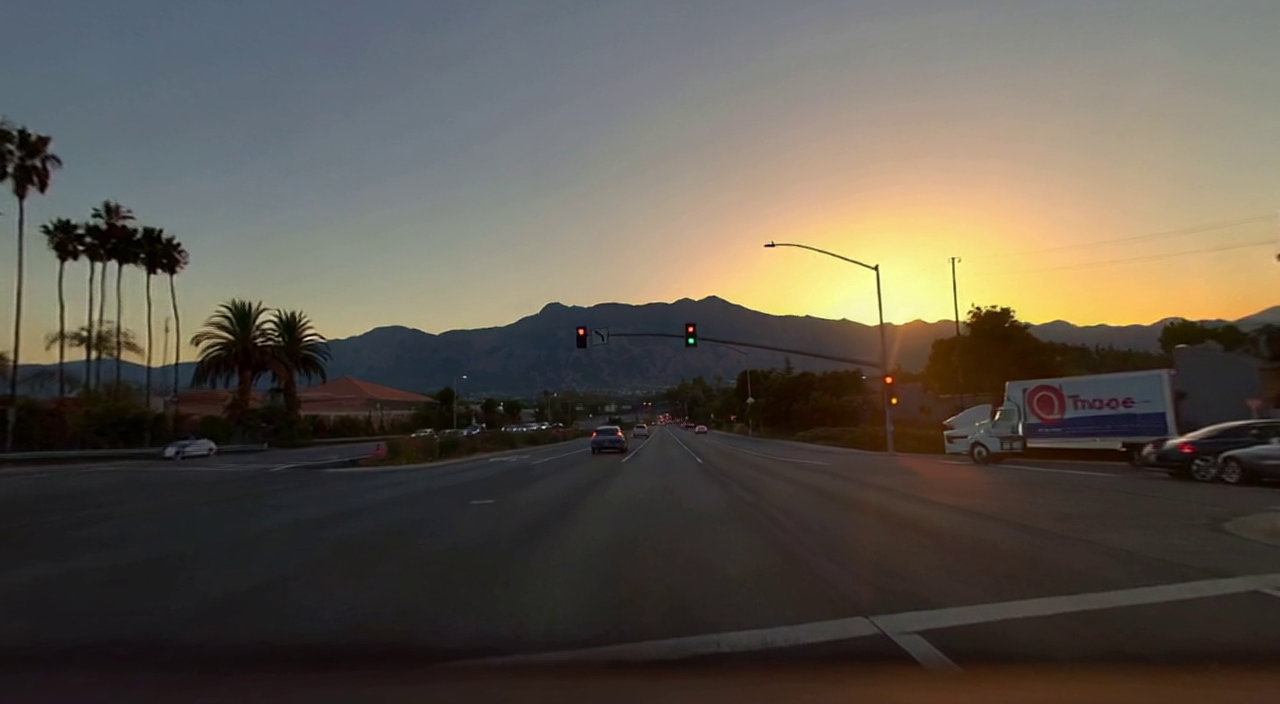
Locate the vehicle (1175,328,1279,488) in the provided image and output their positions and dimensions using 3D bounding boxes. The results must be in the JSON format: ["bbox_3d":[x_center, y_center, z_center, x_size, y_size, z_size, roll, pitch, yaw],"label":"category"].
[{"bbox_3d":[18.379,1.521,16.467,5.512,3.865,3.002,-1,-9,3],"label":"vehicle"}]

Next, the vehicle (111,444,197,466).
[{"bbox_3d":[-35.428,7.513,45.933,1.827,1.543,4.741,-2,-9,14],"label":"vehicle"}]

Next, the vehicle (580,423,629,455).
[{"bbox_3d":[-1.958,4.988,35.956,2.287,1.712,4.537,0,-8,3],"label":"vehicle"}]

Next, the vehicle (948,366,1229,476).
[{"bbox_3d":[15.088,2.491,21.993,7.088,3.414,3.237,-2,-9,16],"label":"vehicle"}]
